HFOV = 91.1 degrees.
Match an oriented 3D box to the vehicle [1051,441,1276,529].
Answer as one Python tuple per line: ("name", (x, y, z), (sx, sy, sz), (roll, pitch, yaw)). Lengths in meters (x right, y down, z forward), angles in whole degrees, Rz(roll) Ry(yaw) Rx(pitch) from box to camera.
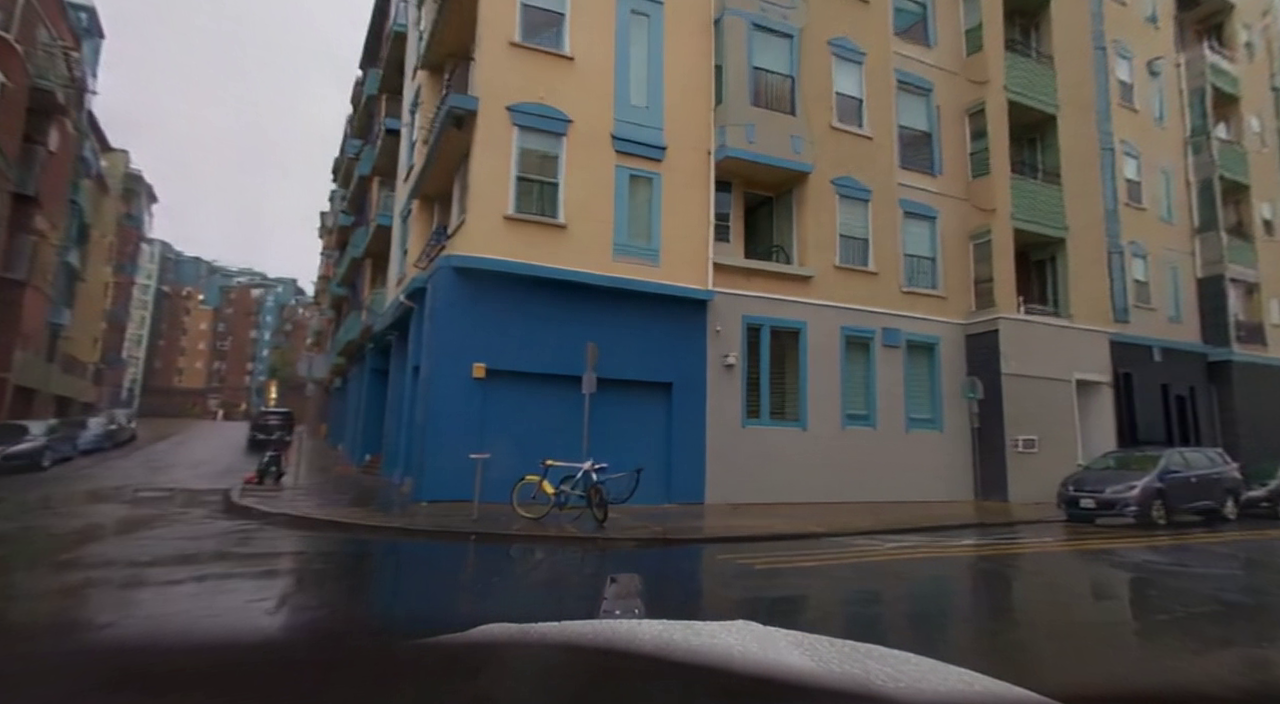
("vehicle", (10.337, 2.557, 12.504), (3.414, 1.519, 1.719), (3, -8, -16))

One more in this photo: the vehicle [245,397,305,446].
("vehicle", (-16.906, 3.274, 29.021), (2.072, 2.074, 4.358), (5, -9, -31))

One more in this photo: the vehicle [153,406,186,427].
("vehicle", (-35.483, 4.912, 47.461), (1.777, 1.459, 3.676), (6, -9, -34))

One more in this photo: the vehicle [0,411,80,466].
("vehicle", (-17.941, 2.459, 18.037), (1.897, 1.431, 3.741), (4, -9, -28))

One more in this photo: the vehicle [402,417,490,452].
("vehicle", (-8.595, 3.671, 27.859), (3.404, 1.431, 1.641), (4, -9, -28))
